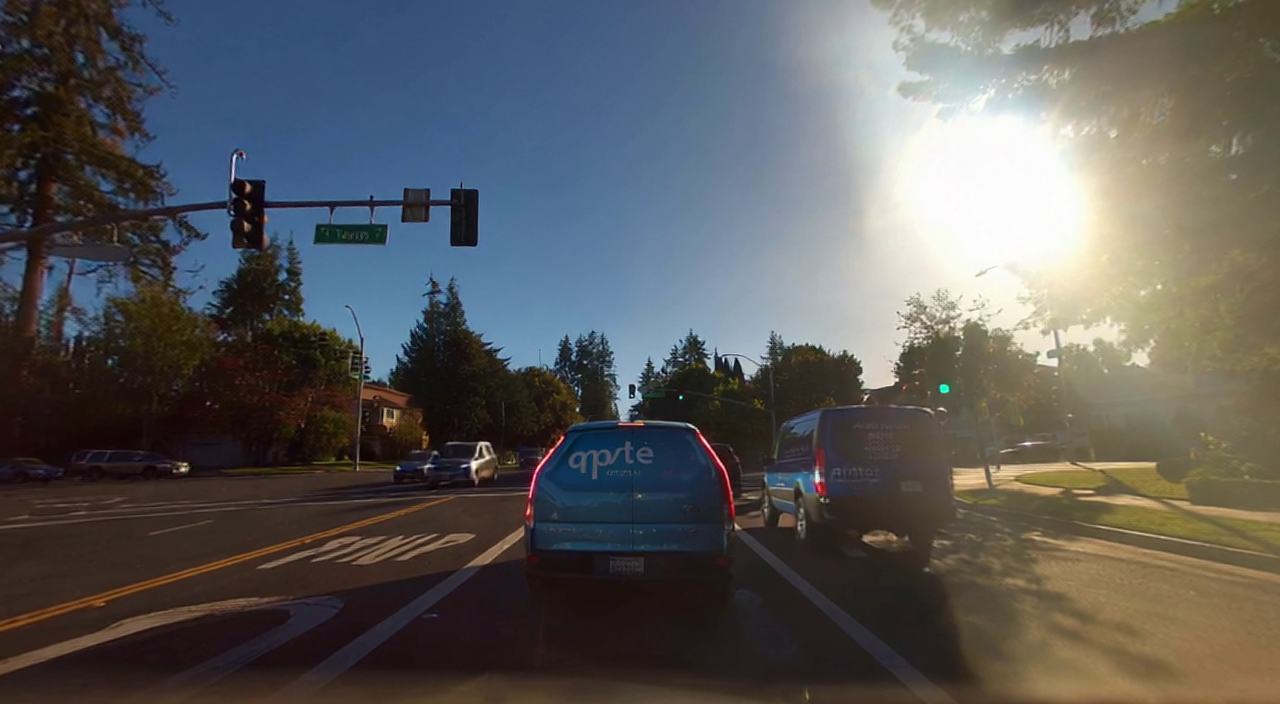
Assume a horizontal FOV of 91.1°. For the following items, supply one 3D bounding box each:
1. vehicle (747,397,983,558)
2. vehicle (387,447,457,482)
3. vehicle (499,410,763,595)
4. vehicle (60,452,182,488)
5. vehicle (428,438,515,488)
[{"bbox_3d":[3.084,1.832,9.780,2.059,1.924,4.257,0,-8,0],"label":"vehicle"},{"bbox_3d":[-10.308,5.334,30.021,1.881,1.515,4.262,0,-8,-1],"label":"vehicle"},{"bbox_3d":[-0.072,1.658,7.801,2.321,1.624,4.367,0,-8,0],"label":"vehicle"},{"bbox_3d":[-25.259,5.733,30.710,4.073,1.603,1.920,1,-9,-8],"label":"vehicle"},{"bbox_3d":[-6.543,4.345,25.001,2.070,1.775,4.703,0,-8,1],"label":"vehicle"}]
